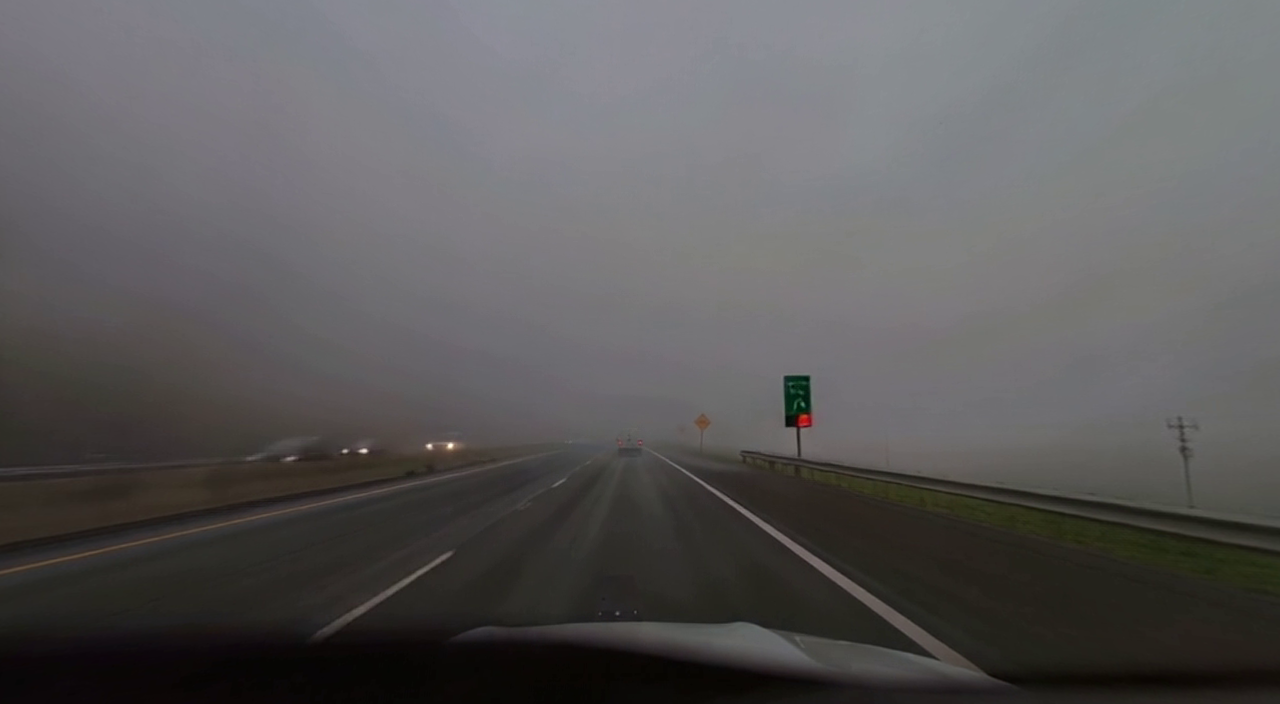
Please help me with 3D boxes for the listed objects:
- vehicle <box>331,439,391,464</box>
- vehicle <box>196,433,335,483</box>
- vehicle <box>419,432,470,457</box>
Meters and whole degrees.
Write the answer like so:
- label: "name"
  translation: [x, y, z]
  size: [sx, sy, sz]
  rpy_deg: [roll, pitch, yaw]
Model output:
- label: "vehicle"
  translation: [-17.773, 6.320, 40.330]
  size: [1.837, 1.492, 4.519]
  rpy_deg: [0, -8, -1]
- label: "vehicle"
  translation: [-12.777, 3.605, 21.934]
  size: [2.094, 1.531, 4.596]
  rpy_deg: [0, -8, -1]
- label: "vehicle"
  translation: [-13.256, 6.295, 42.972]
  size: [1.998, 1.592, 4.662]
  rpy_deg: [0, -8, -1]
